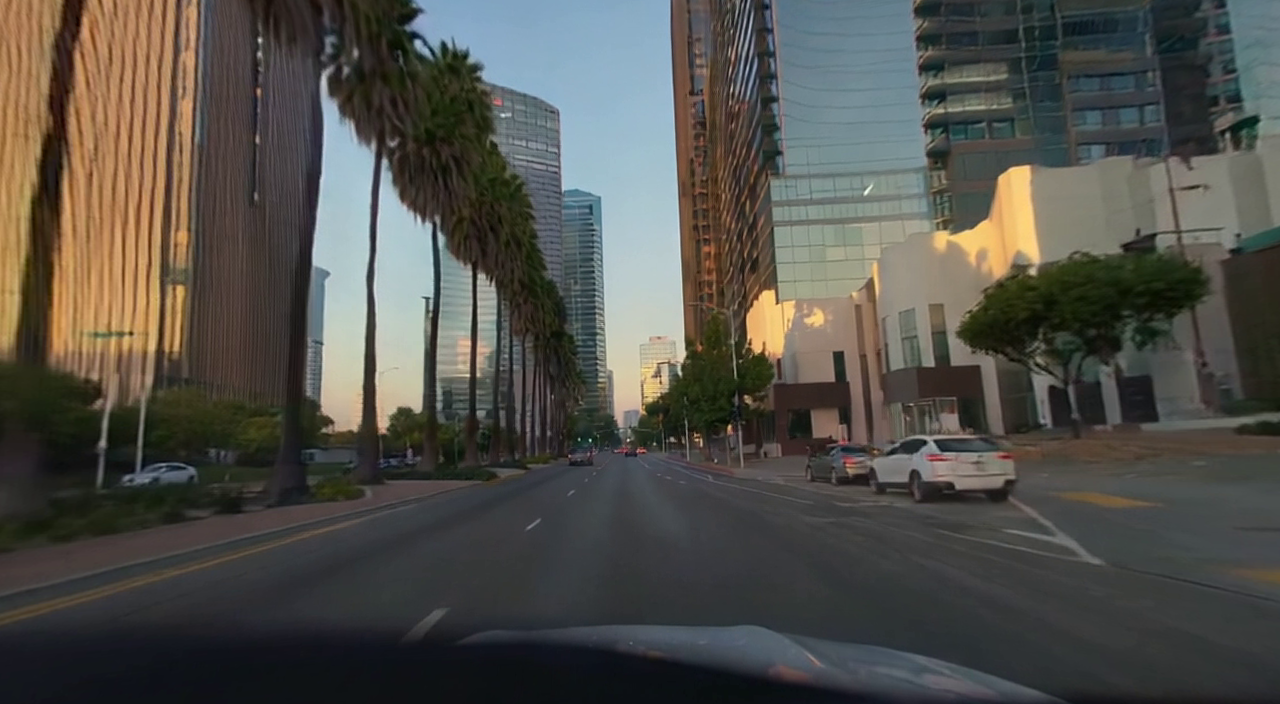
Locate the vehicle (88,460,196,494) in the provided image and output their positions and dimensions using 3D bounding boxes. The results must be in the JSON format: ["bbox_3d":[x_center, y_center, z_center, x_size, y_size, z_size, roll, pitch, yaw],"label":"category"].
[{"bbox_3d":[-24.749,6.188,31.632,1.801,1.444,4.640,0,-9,-3],"label":"vehicle"}]

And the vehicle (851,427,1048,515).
[{"bbox_3d":[6.898,2.701,14.805,2.225,1.727,4.418,0,-9,-2],"label":"vehicle"}]

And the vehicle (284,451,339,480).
[{"bbox_3d":[-19.932,6.852,38.446,1.703,1.493,3.803,0,-7,-7],"label":"vehicle"}]
